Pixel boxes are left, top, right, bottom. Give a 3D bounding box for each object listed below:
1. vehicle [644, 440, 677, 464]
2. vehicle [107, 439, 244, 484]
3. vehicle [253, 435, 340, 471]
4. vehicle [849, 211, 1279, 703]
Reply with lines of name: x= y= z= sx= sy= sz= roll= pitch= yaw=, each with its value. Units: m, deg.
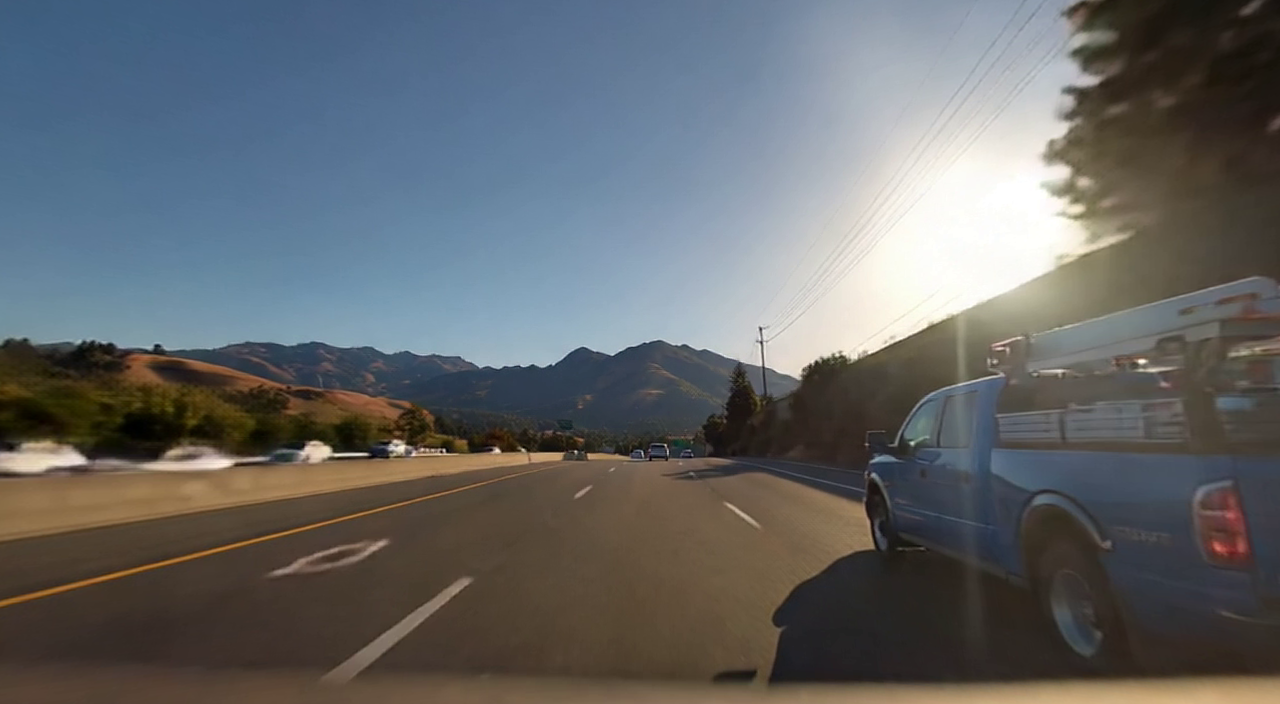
vehicle: x=1.325 y=6.726 z=42.298 sx=2.034 sy=1.549 sz=4.147 roll=0 pitch=-9 yaw=0
vehicle: x=-18.169 y=4.283 z=24.883 sx=1.982 sy=1.612 sz=4.409 roll=-1 pitch=-9 yaw=2
vehicle: x=-21.317 y=6.287 z=39.315 sx=2.223 sy=2.067 sz=5.374 roll=-1 pitch=-9 yaw=2
vehicle: x=3.833 y=0.830 z=4.346 sx=2.538 sy=2.228 sz=6.370 roll=0 pitch=-9 yaw=0
